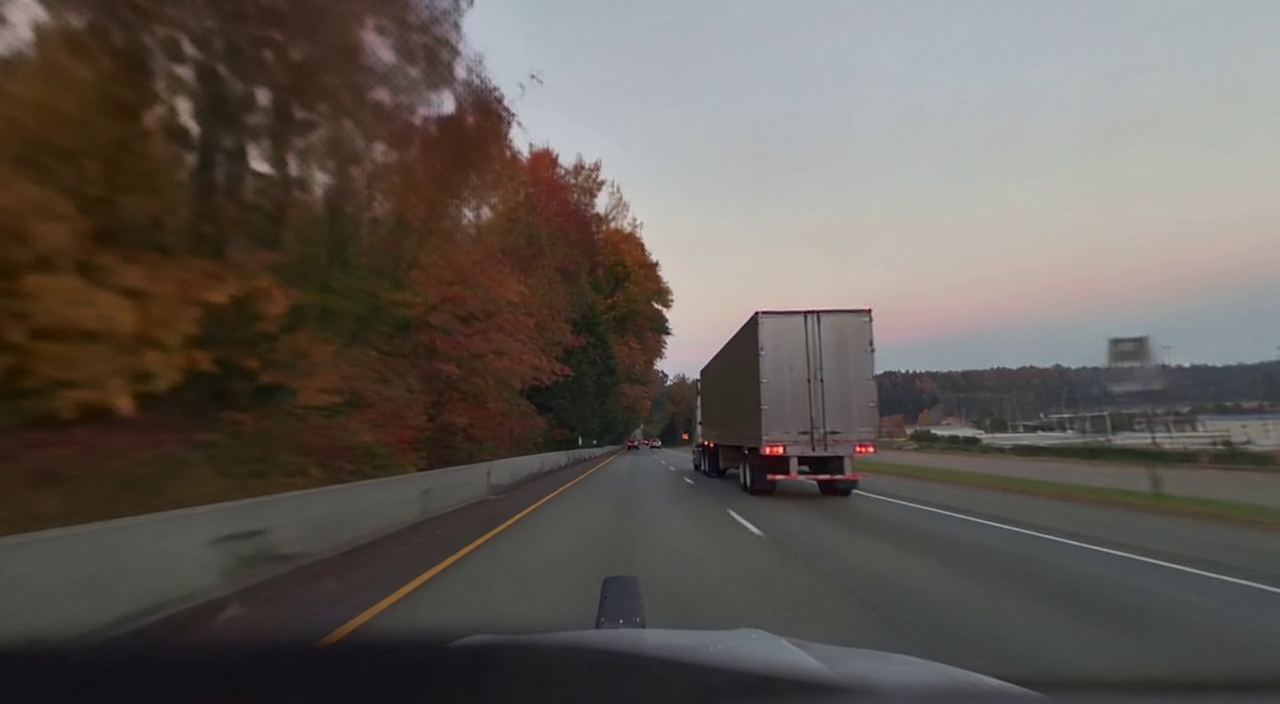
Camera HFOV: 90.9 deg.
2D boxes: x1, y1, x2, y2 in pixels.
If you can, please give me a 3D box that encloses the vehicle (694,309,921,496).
[{"bbox_3d":[4.258,2.121,21.081,3.357,4.101,14.659,0,-8,-1],"label":"vehicle"}]
